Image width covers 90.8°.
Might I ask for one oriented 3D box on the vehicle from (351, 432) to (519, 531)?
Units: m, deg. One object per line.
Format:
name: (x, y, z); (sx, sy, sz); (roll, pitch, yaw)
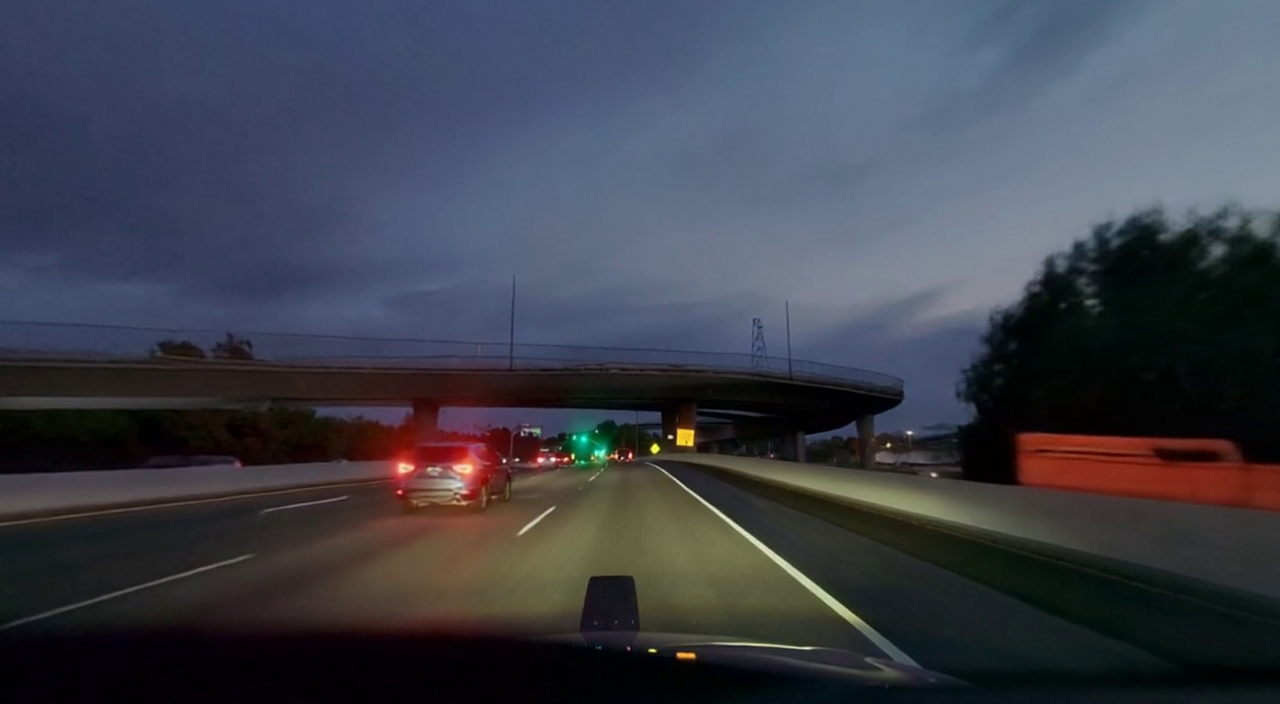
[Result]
vehicle: (-3.880, 2.512, 12.850); (2.024, 1.655, 4.192); (0, -9, -1)

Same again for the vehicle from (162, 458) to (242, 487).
vehicle: (-29.042, 7.976, 42.068); (2.012, 1.735, 4.649); (-1, -9, -1)

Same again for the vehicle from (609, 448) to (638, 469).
vehicle: (-1.258, 7.947, 47.485); (2.051, 1.459, 4.092); (0, -9, -2)
